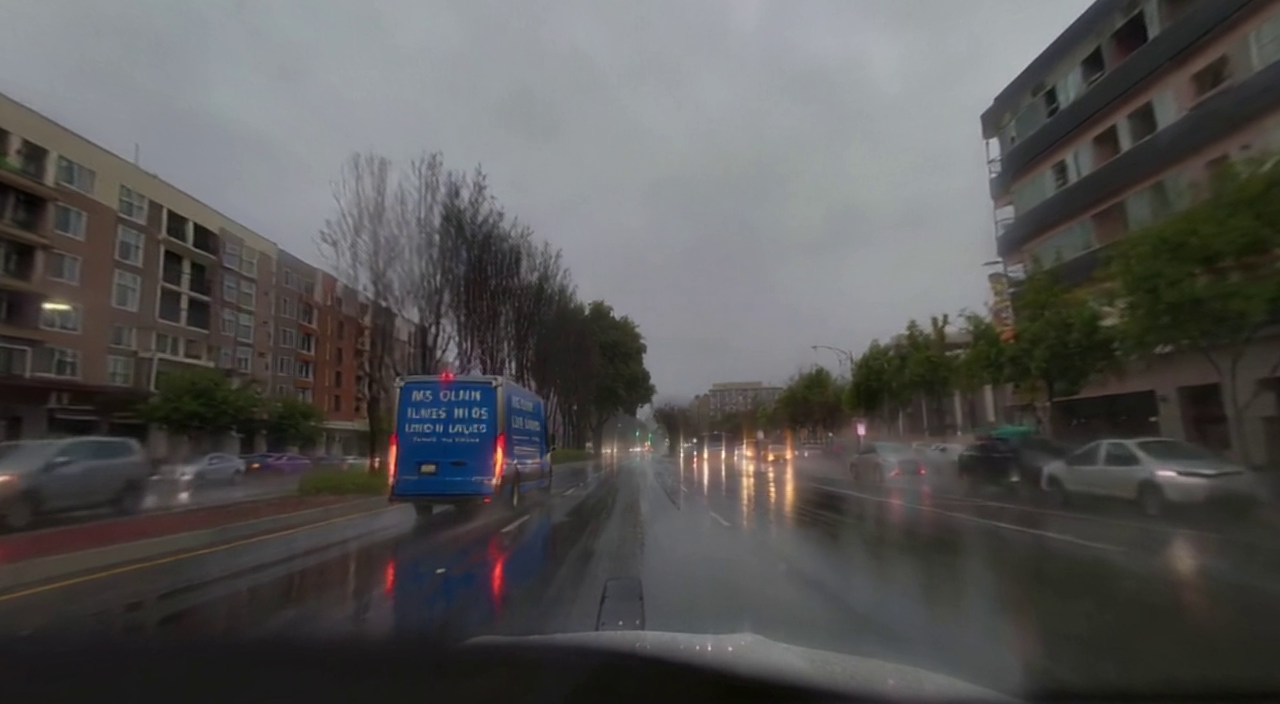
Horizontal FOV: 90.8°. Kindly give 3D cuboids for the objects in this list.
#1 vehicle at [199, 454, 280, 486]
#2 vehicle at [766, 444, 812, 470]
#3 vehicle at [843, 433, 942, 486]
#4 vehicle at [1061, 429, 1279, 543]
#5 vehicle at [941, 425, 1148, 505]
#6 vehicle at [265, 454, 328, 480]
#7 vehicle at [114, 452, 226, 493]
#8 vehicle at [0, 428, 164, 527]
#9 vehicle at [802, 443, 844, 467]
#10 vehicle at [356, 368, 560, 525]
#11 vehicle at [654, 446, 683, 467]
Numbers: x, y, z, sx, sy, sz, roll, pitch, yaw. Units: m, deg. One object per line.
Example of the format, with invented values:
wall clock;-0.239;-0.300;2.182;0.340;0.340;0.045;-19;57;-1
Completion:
vehicle;-22.948;6.736;36.397;1.873;1.657;4.381;0;-9;-2
vehicle;9.130;6.454;38.920;1.850;1.477;3.520;0;-9;-2
vehicle;9.088;3.904;23.153;1.766;1.725;4.221;0;-8;-1
vehicle;9.129;2.073;10.344;1.802;1.504;3.797;0;-9;-1
vehicle;9.687;2.731;15.695;2.044;1.673;4.398;0;-9;-3
vehicle;-23.086;7.711;42.611;1.835;1.610;4.452;0;-8;-2
vehicle;-22.915;5.838;31.078;1.916;1.782;4.572;-1;-8;1
vehicle;-13.194;2.659;13.772;2.041;1.863;4.639;0;-8;-1
vehicle;11.935;6.721;41.396;1.627;1.493;3.508;0;-8;0
vehicle;-3.961;2.358;15.944;2.763;2.974;7.562;-1;-8;1
vehicle;2.107;7.953;48.314;1.878;1.534;4.120;0;-8;-2
